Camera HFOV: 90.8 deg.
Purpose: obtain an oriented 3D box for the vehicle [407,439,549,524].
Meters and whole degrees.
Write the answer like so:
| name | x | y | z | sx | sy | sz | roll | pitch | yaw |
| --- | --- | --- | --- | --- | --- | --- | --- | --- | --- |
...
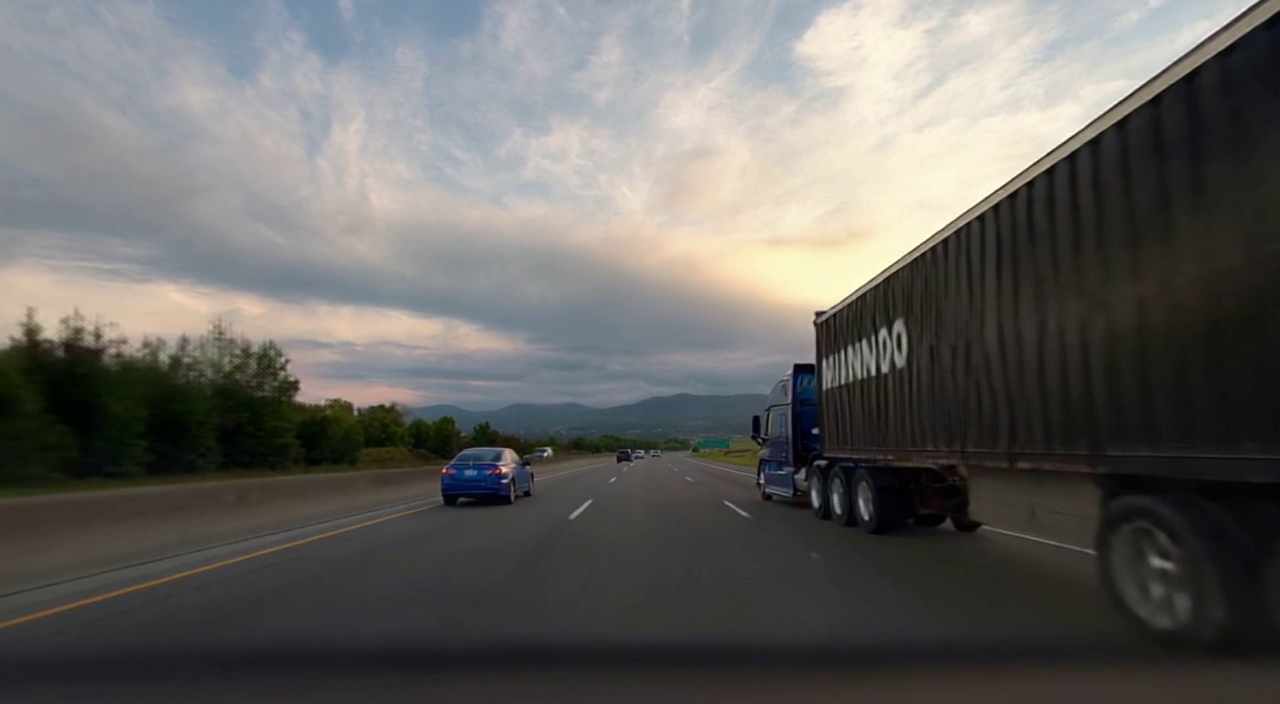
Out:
| name | x | y | z | sx | sy | sz | roll | pitch | yaw |
| --- | --- | --- | --- | --- | --- | --- | --- | --- | --- |
| vehicle | -3.296 | 2.725 | 13.815 | 1.945 | 1.537 | 4.294 | 0 | -9 | 1 |

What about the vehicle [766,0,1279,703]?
| name | x | y | z | sx | sy | sz | roll | pitch | yaw |
| --- | --- | --- | --- | --- | --- | --- | --- | --- | --- |
| vehicle | 4.442 | 0.550 | 7.653 | 2.832 | 4.034 | 13.924 | 0 | -9 | -1 |
